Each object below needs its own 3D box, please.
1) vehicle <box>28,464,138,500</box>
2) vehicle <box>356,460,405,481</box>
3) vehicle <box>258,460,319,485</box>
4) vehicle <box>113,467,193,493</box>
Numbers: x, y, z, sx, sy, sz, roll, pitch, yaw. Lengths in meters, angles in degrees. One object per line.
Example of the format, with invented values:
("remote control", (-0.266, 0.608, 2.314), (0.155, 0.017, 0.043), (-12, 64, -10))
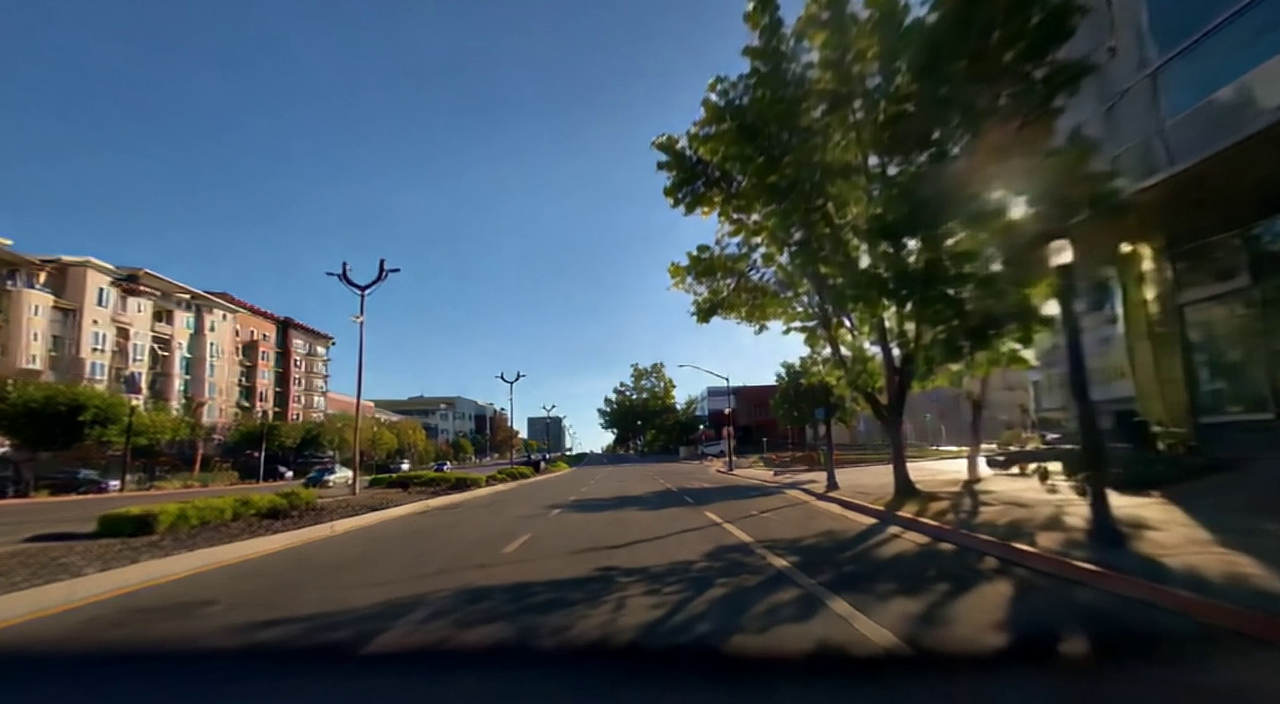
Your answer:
("vehicle", (-32.471, 7.533, 37.000), (2.235, 1.777, 4.963), (1, -8, -6))
("vehicle", (-19.784, 9.054, 48.257), (1.835, 1.417, 4.352), (0, -8, 1))
("vehicle", (-26.967, 9.250, 48.595), (2.124, 1.650, 4.413), (0, -8, 0))
("vehicle", (-32.870, 8.637, 42.727), (1.823, 1.471, 4.715), (0, -8, -2))
